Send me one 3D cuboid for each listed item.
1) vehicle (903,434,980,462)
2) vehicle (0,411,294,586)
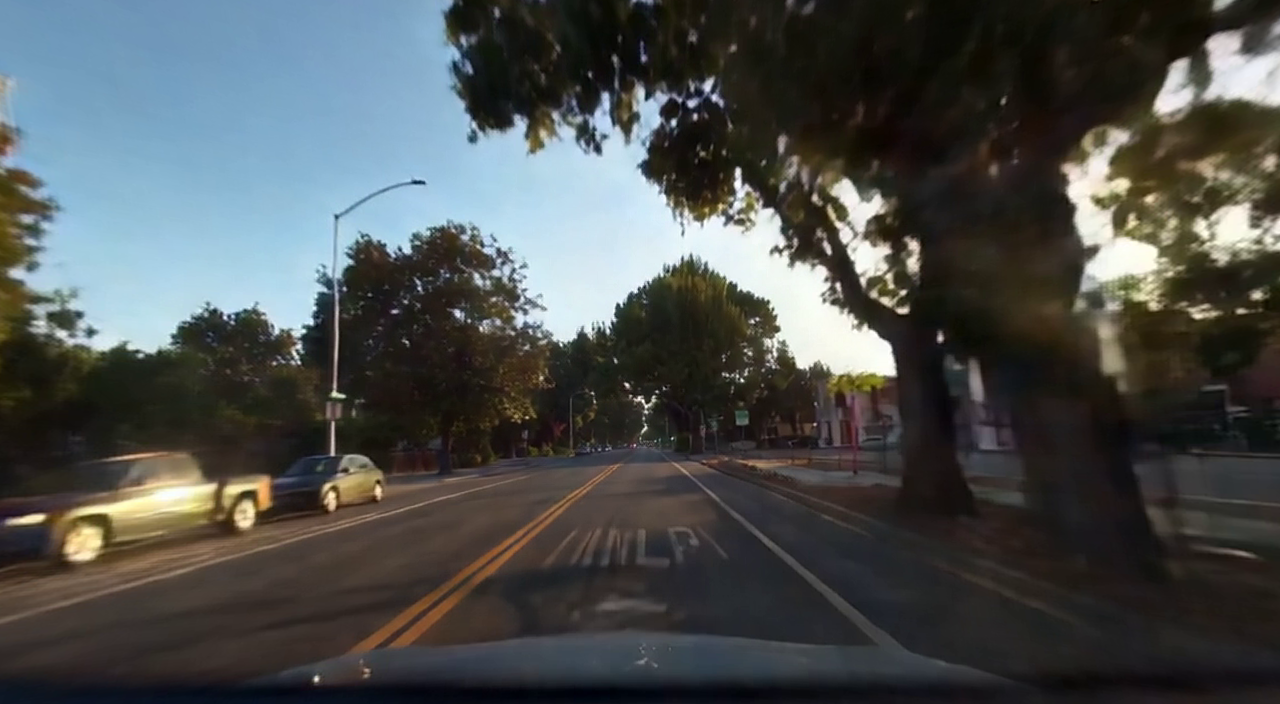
[{"bbox_3d":[20.392,6.518,42.789,4.151,1.730,2.131,0,-9,5],"label":"vehicle"},{"bbox_3d":[-7.931,2.074,10.031,2.138,2.038,4.717,-4,-7,2],"label":"vehicle"}]
